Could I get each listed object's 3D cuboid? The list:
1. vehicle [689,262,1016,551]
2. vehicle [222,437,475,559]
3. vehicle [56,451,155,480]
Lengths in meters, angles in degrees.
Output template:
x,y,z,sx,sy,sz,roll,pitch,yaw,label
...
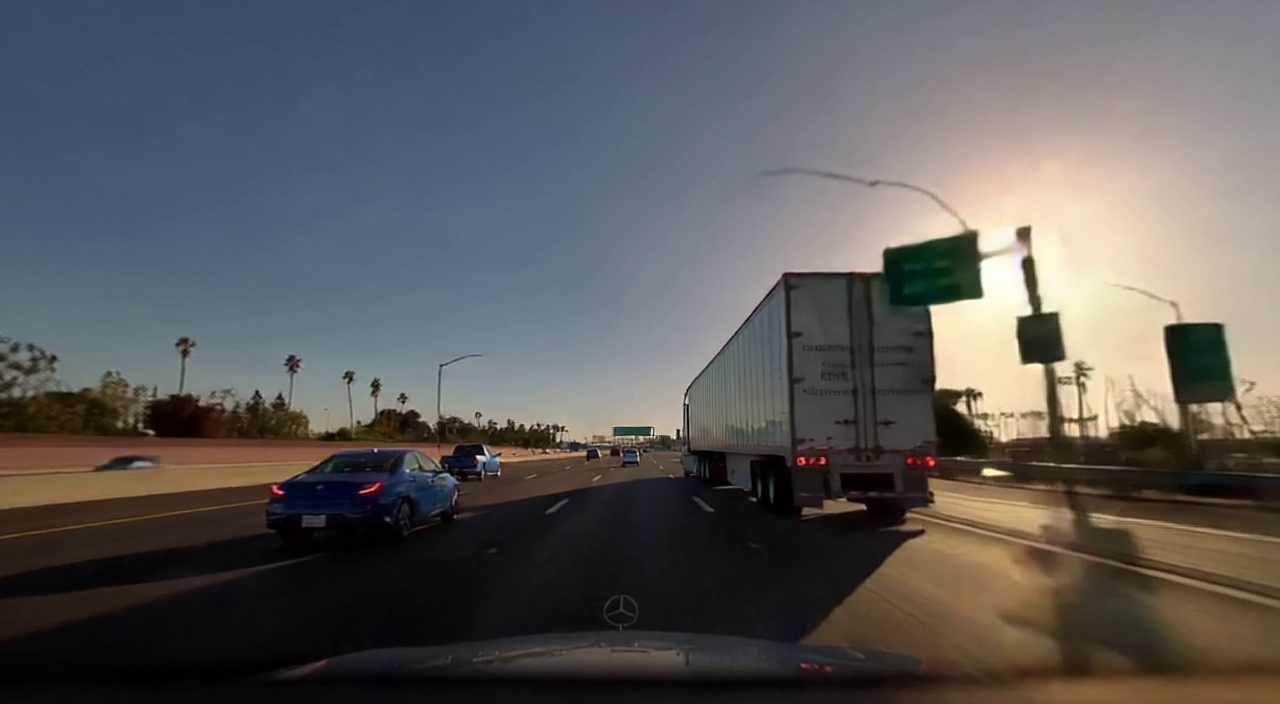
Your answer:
x,y,z,sx,sy,sz,roll,pitch,yaw,label
3.611,1.928,17.141,2.891,4.123,16.415,0,-9,-1,vehicle
-4.276,2.179,10.168,2.120,1.537,4.139,0,-9,0,vehicle
-36.359,7.690,43.063,2.037,1.800,5.396,0,-9,0,vehicle
